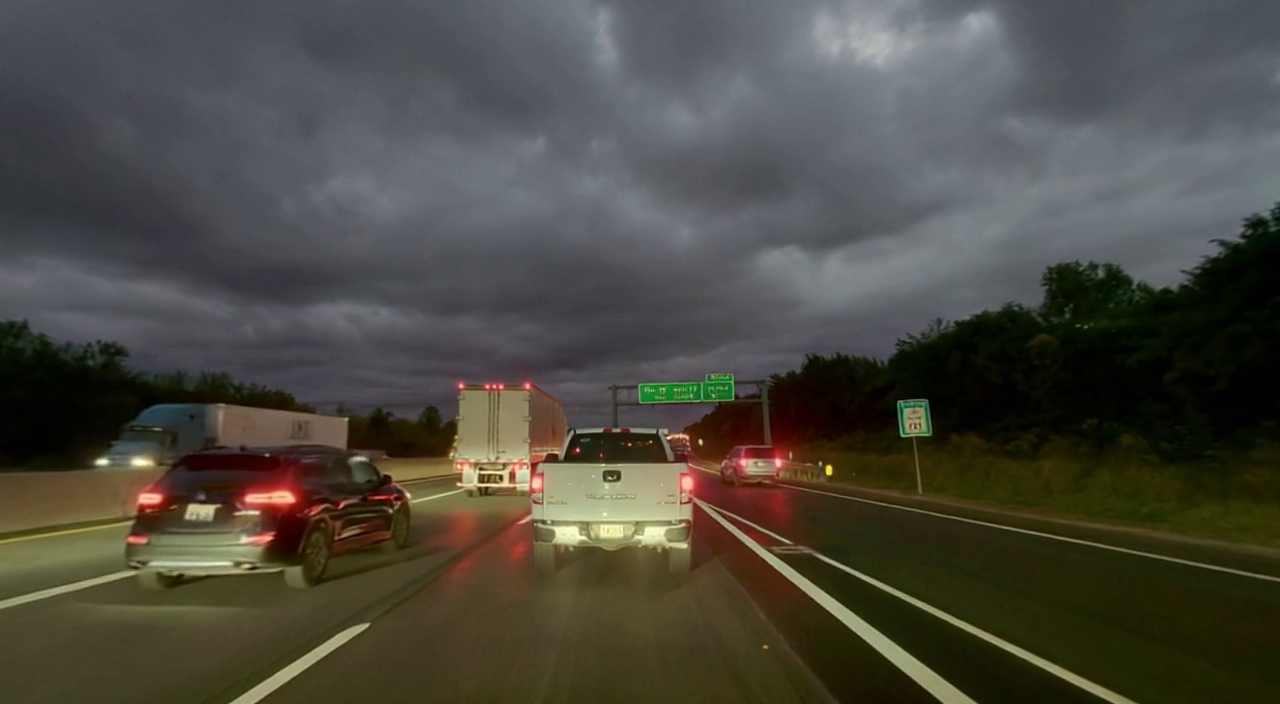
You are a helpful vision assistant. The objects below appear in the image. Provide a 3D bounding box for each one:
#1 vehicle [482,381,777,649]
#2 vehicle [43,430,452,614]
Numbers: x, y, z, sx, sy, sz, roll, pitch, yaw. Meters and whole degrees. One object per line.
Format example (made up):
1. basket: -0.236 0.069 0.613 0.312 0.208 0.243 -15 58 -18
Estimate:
1. vehicle: -0.100 1.360 6.066 1.995 1.798 3.380 0 -9 -1
2. vehicle: -3.933 1.759 7.504 1.986 1.501 4.407 -1 -9 1
